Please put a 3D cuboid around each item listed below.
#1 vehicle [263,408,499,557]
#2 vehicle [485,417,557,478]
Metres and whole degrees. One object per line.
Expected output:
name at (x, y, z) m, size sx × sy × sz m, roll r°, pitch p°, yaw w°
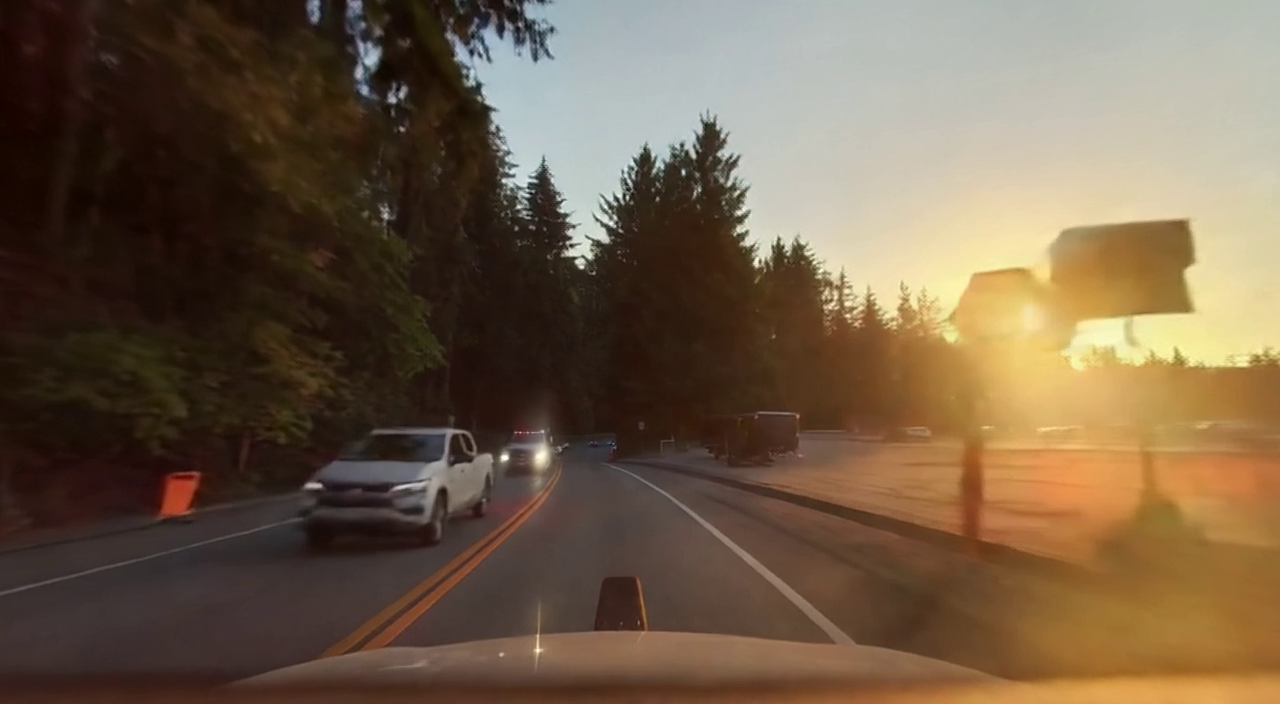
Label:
vehicle at (-3.653, 1.916, 10.001) m, size 2.057 × 1.792 × 4.457 m, roll 1°, pitch -8°, yaw -4°
vehicle at (-5.660, 4.700, 31.231) m, size 2.939 × 2.556 × 8.664 m, roll 1°, pitch -8°, yaw -8°
